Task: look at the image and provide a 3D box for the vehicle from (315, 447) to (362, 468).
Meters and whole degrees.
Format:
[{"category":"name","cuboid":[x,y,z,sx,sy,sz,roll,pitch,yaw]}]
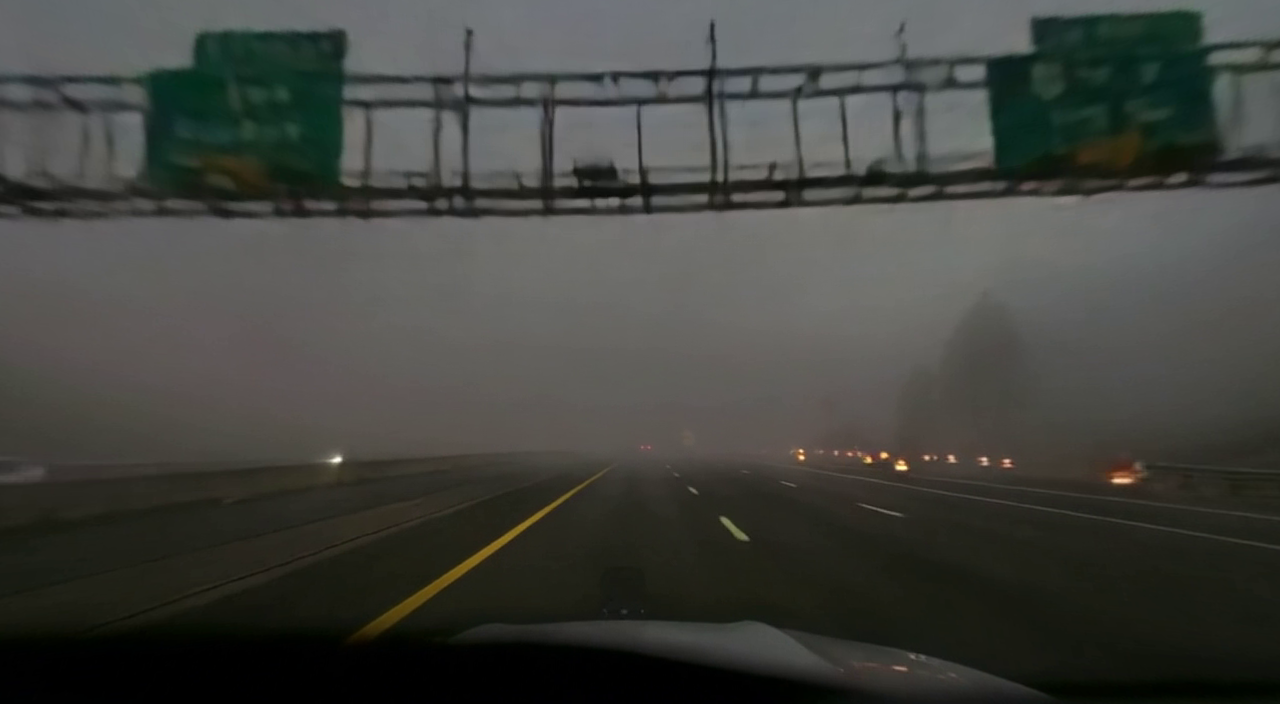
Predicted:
[{"category":"vehicle","cuboid":[-19.908,6.958,41.735,1.482,1.344,3.313,0,-8,-1]}]
